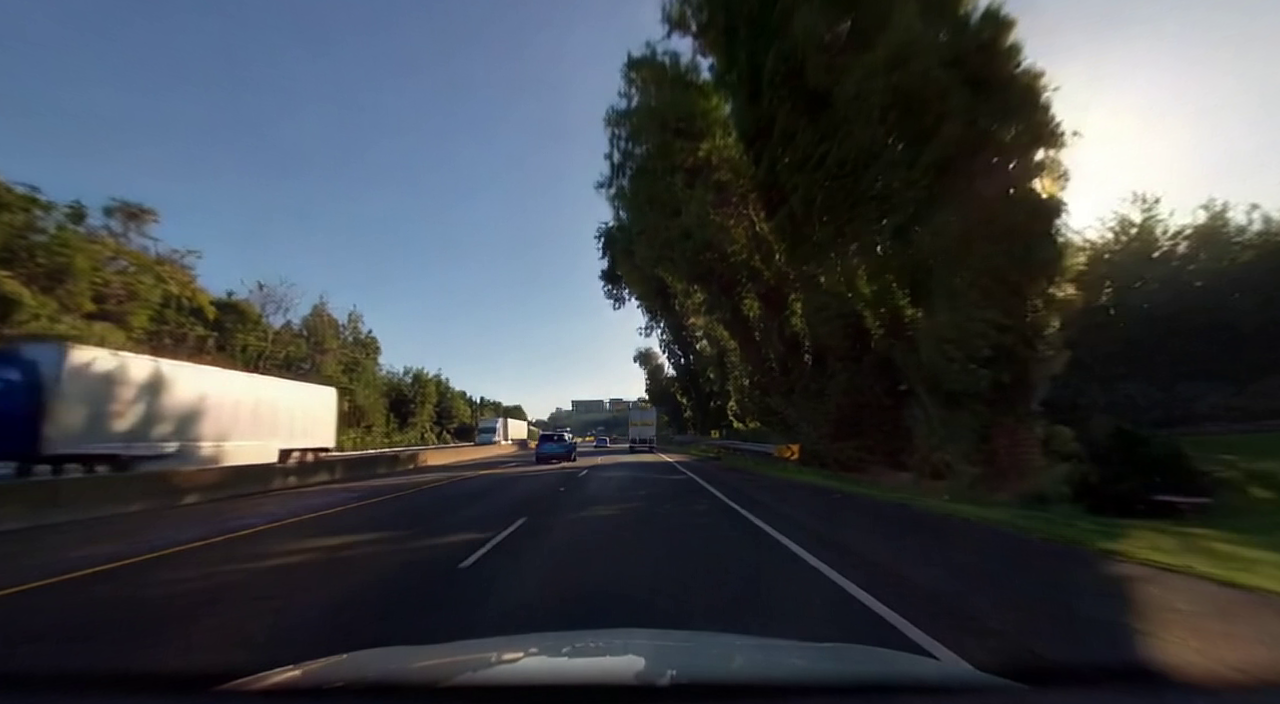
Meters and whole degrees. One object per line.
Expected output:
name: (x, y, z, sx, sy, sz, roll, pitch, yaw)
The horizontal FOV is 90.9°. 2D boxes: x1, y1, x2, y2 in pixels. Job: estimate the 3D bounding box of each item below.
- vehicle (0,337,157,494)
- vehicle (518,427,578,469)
vehicle: (-17.063, 1.802, 17.191, 2.975, 3.782, 5.870, 0, -8, -1)
vehicle: (-3.936, 4.177, 27.694, 2.045, 1.655, 4.301, 0, -8, 0)
